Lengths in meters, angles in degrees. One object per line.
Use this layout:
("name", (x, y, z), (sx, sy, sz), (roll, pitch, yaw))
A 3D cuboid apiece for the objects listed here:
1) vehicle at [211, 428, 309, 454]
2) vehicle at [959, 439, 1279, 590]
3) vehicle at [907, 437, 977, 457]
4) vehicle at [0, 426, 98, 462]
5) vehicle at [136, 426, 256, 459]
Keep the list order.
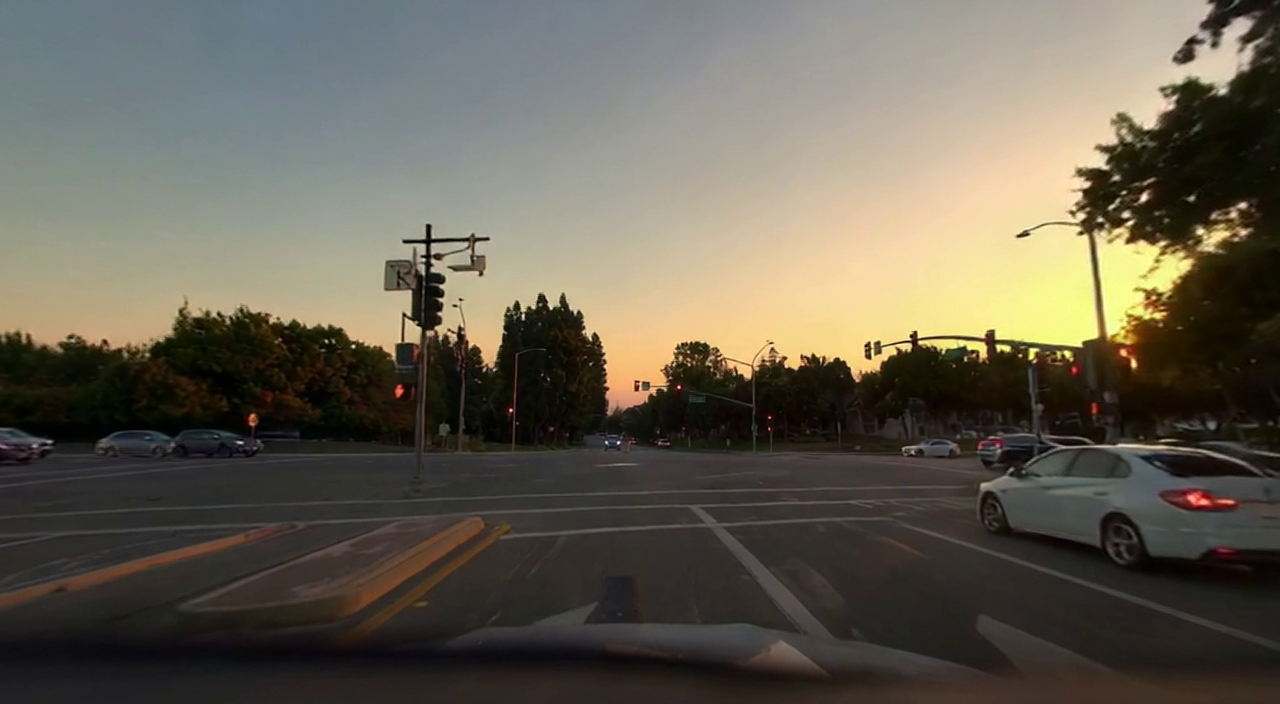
("vehicle", (-23.056, 5.424, 38.444), (4.683, 1.495, 2.119), (-1, -9, 5))
("vehicle", (6.129, 1.868, 8.140), (1.815, 1.417, 4.125), (1, -9, -1))
("vehicle", (22.555, 7.106, 47.222), (4.516, 1.468, 1.962), (3, -9, -17))
("vehicle", (-25.817, 3.839, 26.352), (4.335, 1.442, 1.862), (2, -9, -15))
("vehicle", (-21.638, 4.443, 30.990), (4.331, 1.544, 1.896), (2, -9, -16))
